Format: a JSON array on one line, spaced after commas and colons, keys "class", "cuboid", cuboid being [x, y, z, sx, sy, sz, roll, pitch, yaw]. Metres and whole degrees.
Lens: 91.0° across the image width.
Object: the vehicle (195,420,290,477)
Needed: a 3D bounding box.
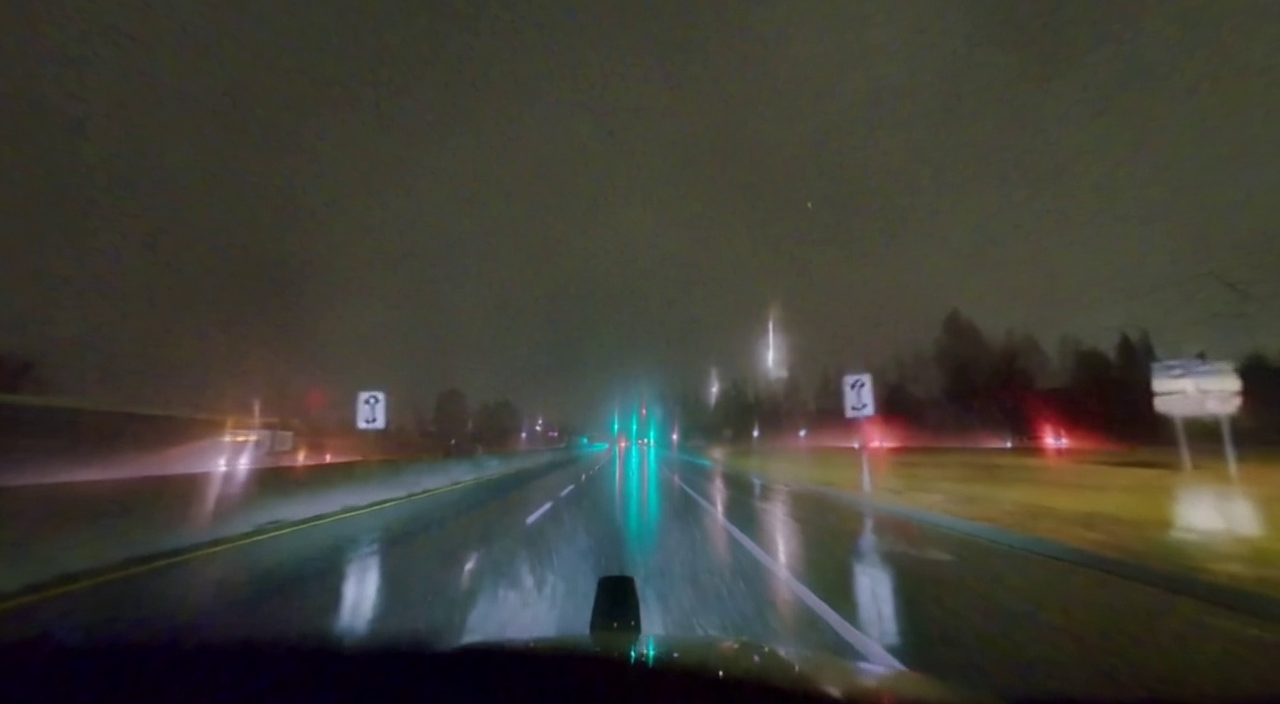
[{"class": "vehicle", "cuboid": [-29.417, 7.149, 46.893, 3.028, 3.909, 5.951, -1, -8, 0]}]
